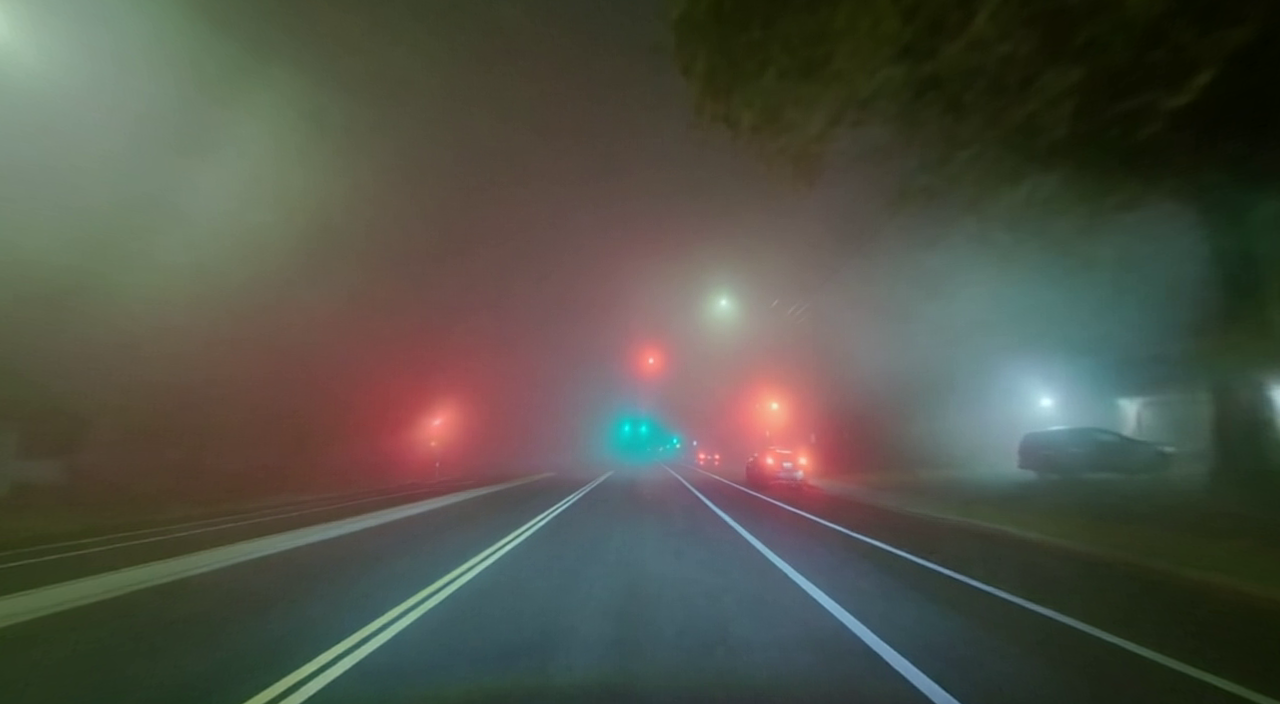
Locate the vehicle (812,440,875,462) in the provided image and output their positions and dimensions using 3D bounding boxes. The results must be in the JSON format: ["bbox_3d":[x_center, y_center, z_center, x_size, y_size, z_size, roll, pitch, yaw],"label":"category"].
[{"bbox_3d":[14.253,6.962,44.316,3.745,1.540,1.951,0,-9,1],"label":"vehicle"}]

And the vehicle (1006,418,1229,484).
[{"bbox_3d":[12.849,2.702,17.218,4.476,1.686,1.878,0,-9,1],"label":"vehicle"}]

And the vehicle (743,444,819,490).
[{"bbox_3d":[5.172,4.257,23.695,1.955,1.549,4.129,0,-9,1],"label":"vehicle"}]
